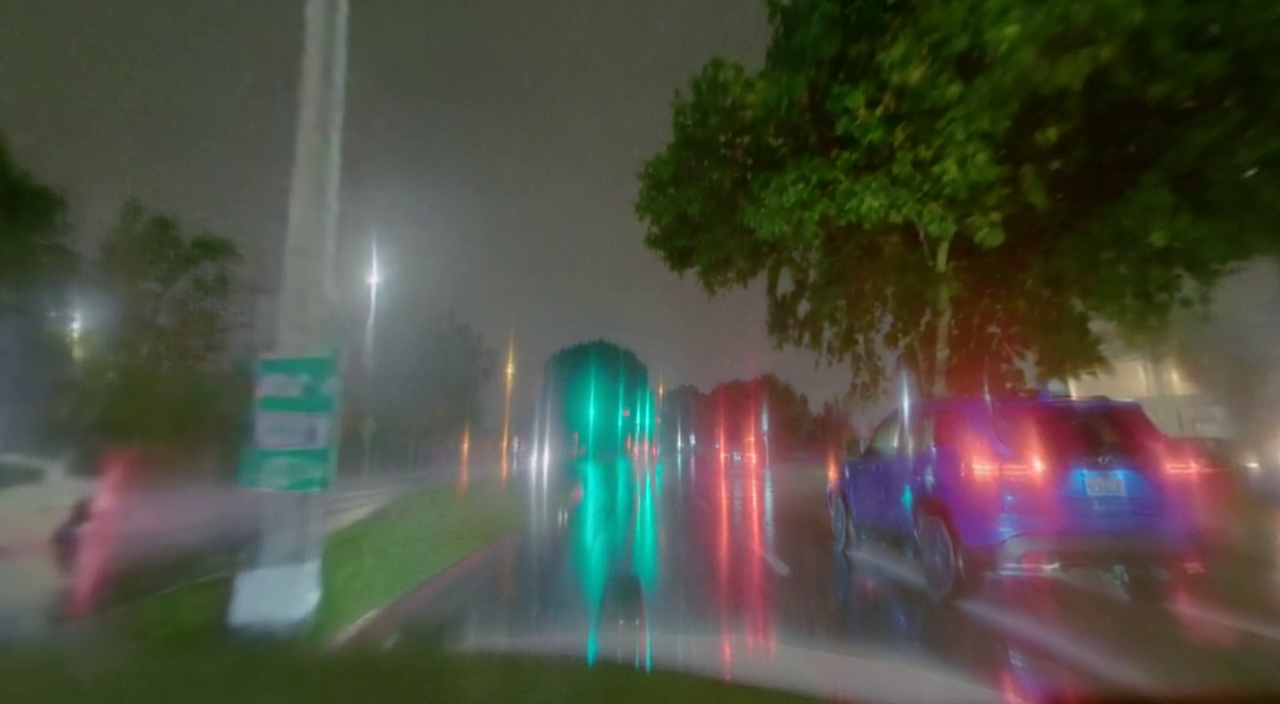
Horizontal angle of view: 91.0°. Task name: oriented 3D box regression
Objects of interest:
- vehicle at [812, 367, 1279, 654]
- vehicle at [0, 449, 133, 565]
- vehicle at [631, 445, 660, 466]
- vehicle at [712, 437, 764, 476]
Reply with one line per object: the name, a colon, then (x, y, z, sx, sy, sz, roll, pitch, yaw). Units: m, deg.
vehicle: (3.381, 1.351, 6.354, 2.033, 1.865, 4.360, 0, -9, 0)
vehicle: (-9.233, 2.010, 8.166, 1.932, 1.483, 4.246, 1, -9, -4)
vehicle: (0.422, 7.949, 48.437, 2.131, 1.474, 4.146, 0, -9, 1)
vehicle: (4.912, 5.351, 32.382, 2.085, 1.828, 5.383, 0, -9, 3)
